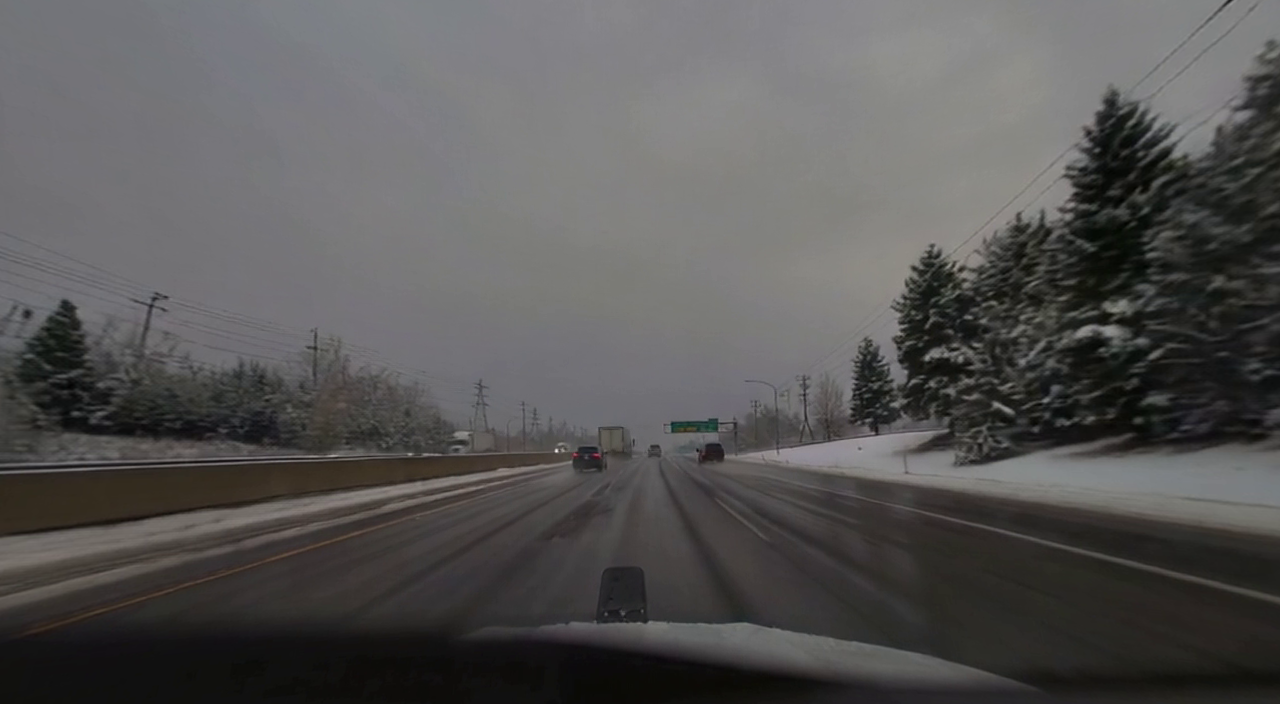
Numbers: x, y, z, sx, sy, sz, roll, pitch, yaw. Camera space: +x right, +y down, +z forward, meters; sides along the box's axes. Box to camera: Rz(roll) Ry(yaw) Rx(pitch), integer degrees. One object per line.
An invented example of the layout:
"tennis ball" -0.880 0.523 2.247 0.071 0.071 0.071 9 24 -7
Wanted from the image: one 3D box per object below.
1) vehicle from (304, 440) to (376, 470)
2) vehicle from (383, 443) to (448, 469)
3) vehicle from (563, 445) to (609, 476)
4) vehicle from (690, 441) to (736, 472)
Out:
"vehicle" -18.648 6.402 39.422 2.054 1.736 4.714 0 -9 2
"vehicle" -14.581 6.784 41.204 2.427 1.537 4.519 0 -9 2
"vehicle" -2.825 5.742 33.566 2.004 1.498 4.043 0 -9 1
"vehicle" 4.463 6.454 39.223 2.214 1.799 4.627 0 -9 0
